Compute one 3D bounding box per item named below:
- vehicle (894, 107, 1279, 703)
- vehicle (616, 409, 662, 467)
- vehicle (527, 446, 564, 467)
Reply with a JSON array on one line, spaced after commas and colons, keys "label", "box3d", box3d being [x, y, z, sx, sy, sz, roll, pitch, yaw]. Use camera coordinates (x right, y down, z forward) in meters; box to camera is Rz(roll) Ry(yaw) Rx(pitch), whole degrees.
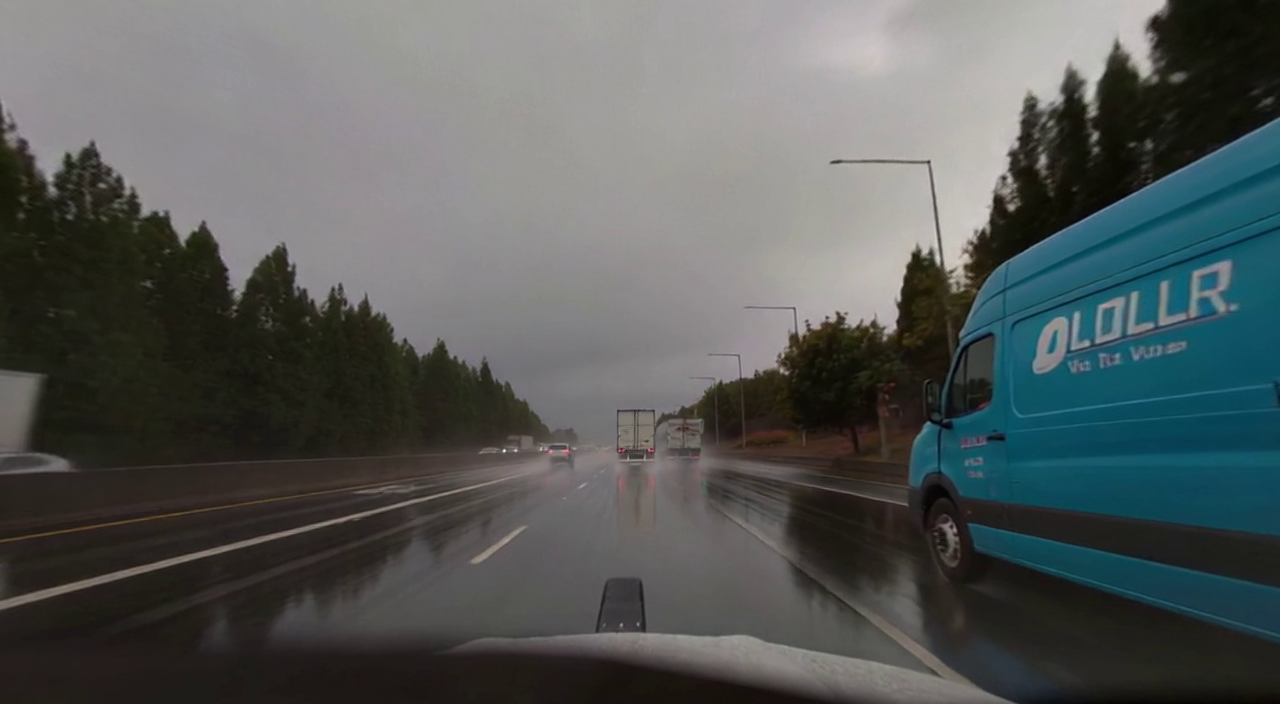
[{"label": "vehicle", "box3d": [3.780, 0.443, 3.178, 2.338, 2.690, 6.025, 0, -9, -1]}, {"label": "vehicle", "box3d": [-0.115, 6.873, 49.899, 3.201, 4.019, 10.918, 0, -9, 0]}, {"label": "vehicle", "box3d": [-7.055, 7.875, 47.619, 2.069, 1.495, 4.698, 0, -9, 0]}]
